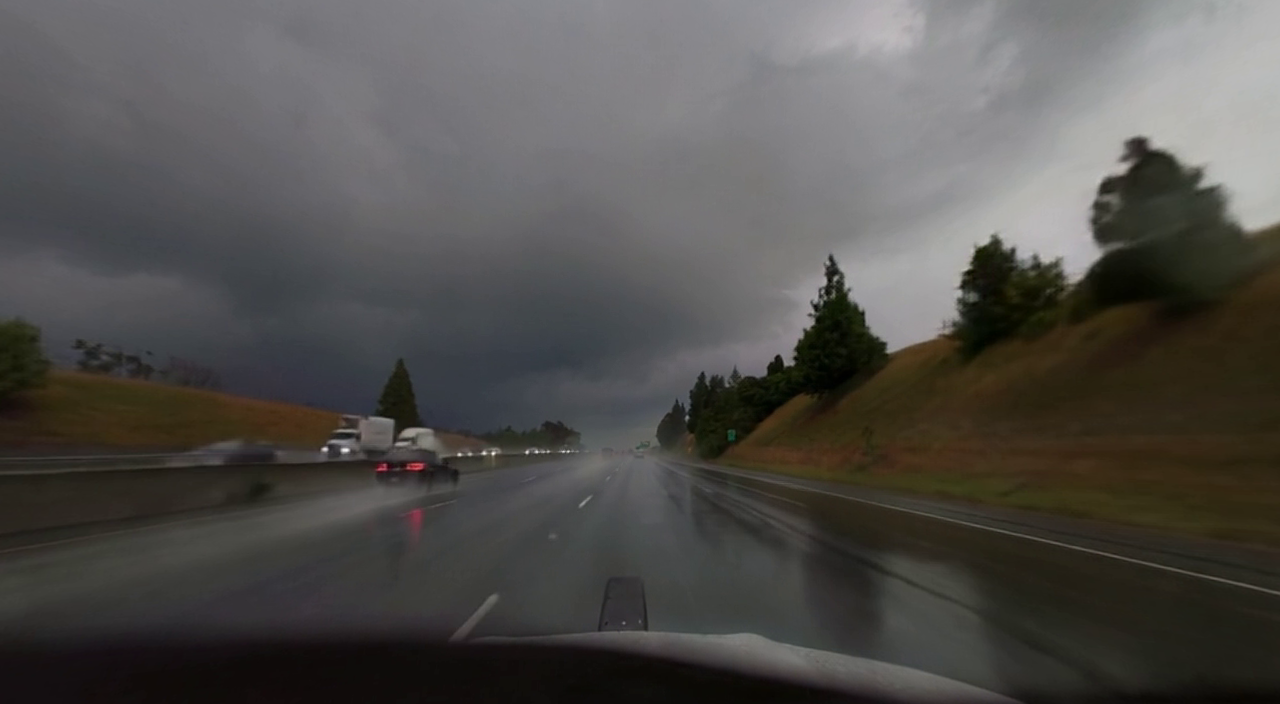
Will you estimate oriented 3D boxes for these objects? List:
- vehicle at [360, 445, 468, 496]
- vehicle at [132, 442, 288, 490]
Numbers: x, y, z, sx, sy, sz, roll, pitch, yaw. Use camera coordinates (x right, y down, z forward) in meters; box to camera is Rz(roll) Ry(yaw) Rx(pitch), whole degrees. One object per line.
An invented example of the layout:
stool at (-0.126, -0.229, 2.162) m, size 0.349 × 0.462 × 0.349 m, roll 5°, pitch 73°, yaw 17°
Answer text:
vehicle at (-7.255, 3.828, 20.731) m, size 1.966 × 1.476 × 4.240 m, roll 0°, pitch -9°, yaw 0°
vehicle at (-14.921, 3.973, 22.305) m, size 2.236 × 1.495 × 4.689 m, roll 0°, pitch -9°, yaw 0°
